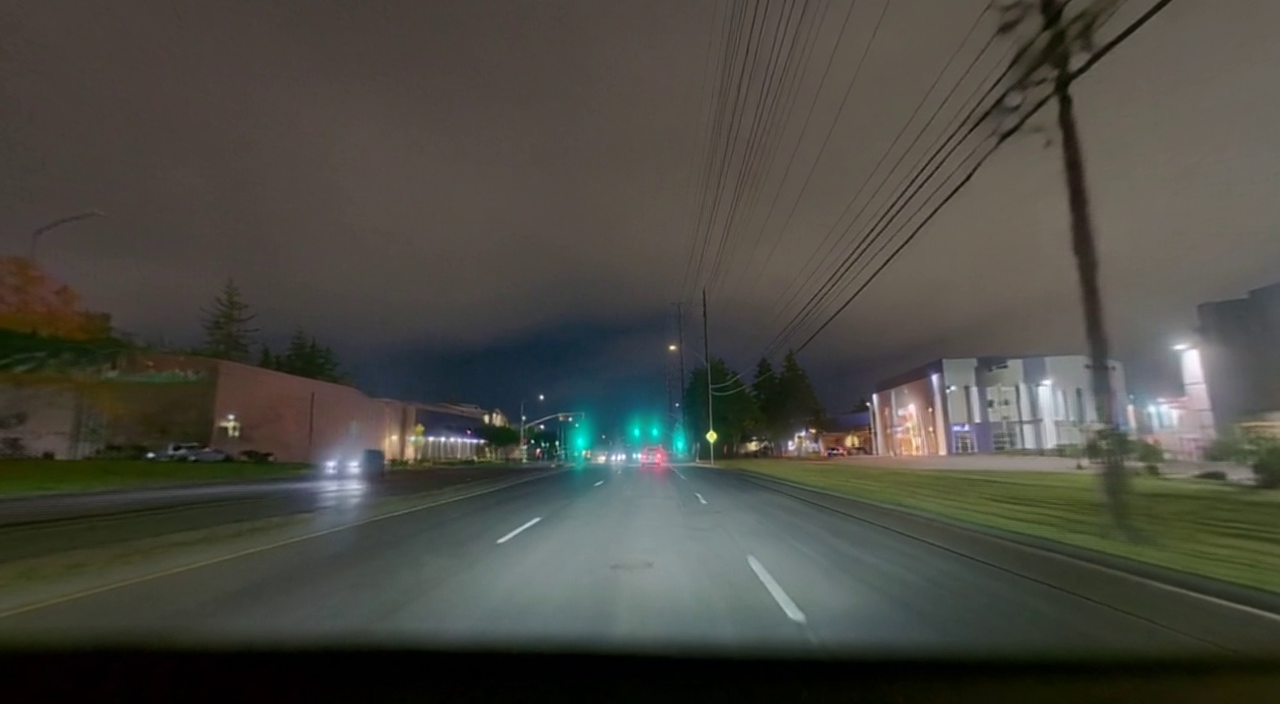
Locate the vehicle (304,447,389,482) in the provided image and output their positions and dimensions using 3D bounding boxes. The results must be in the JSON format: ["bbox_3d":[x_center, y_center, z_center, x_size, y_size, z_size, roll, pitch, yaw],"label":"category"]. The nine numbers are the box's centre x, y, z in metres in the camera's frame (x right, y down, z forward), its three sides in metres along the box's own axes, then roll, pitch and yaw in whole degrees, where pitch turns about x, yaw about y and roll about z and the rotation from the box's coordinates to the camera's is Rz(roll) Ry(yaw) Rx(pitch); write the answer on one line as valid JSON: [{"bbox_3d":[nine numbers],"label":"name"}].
[{"bbox_3d":[-13.905,5.323,30.129,1.831,1.474,4.352,0,-8,2],"label":"vehicle"}]

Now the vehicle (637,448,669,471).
[{"bbox_3d":[0.901,7.407,43.652,2.114,1.492,4.453,0,-8,1],"label":"vehicle"}]
